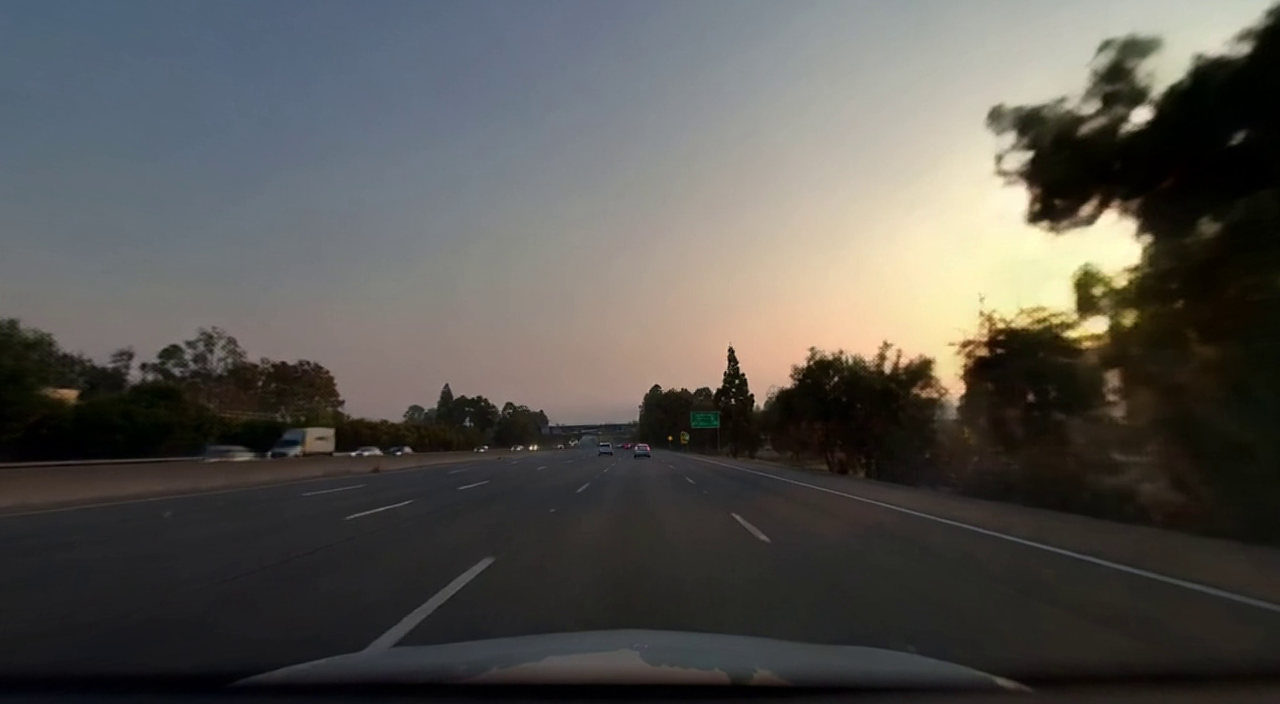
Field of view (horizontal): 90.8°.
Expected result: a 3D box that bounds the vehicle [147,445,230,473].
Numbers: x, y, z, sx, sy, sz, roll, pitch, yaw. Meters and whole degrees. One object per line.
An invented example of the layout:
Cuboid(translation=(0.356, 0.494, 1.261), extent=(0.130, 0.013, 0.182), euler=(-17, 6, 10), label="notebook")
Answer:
Cuboid(translation=(-27.951, 6.608, 39.296), extent=(1.863, 1.602, 4.456), euler=(0, -8, 0), label="vehicle")

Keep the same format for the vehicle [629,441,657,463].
Cuboid(translation=(0.231, 7.575, 48.000), extent=(2.021, 1.528, 4.154), euler=(0, -8, 0), label="vehicle")
